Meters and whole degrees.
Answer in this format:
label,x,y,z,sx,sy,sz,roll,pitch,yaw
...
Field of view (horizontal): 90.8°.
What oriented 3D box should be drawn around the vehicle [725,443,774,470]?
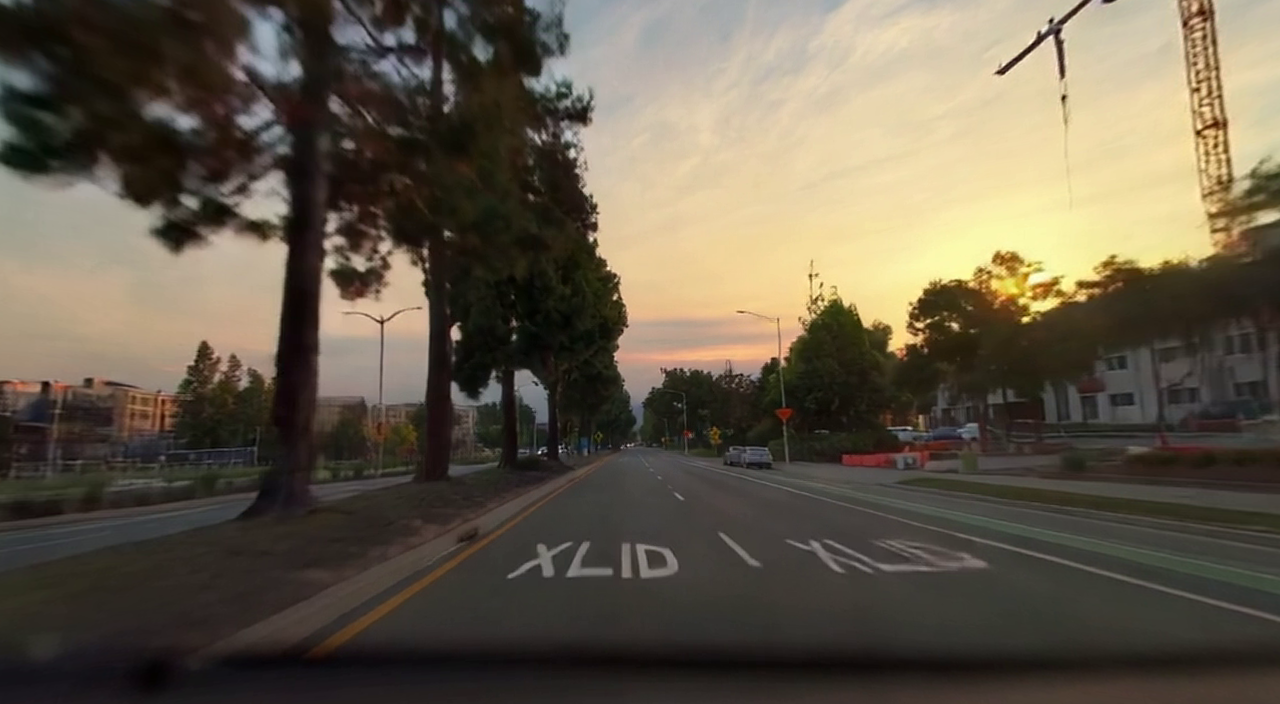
label,x,y,z,sx,sy,sz,roll,pitch,yaw
vehicle,6.794,6.545,39.685,1.986,1.498,5.099,2,-9,-2
